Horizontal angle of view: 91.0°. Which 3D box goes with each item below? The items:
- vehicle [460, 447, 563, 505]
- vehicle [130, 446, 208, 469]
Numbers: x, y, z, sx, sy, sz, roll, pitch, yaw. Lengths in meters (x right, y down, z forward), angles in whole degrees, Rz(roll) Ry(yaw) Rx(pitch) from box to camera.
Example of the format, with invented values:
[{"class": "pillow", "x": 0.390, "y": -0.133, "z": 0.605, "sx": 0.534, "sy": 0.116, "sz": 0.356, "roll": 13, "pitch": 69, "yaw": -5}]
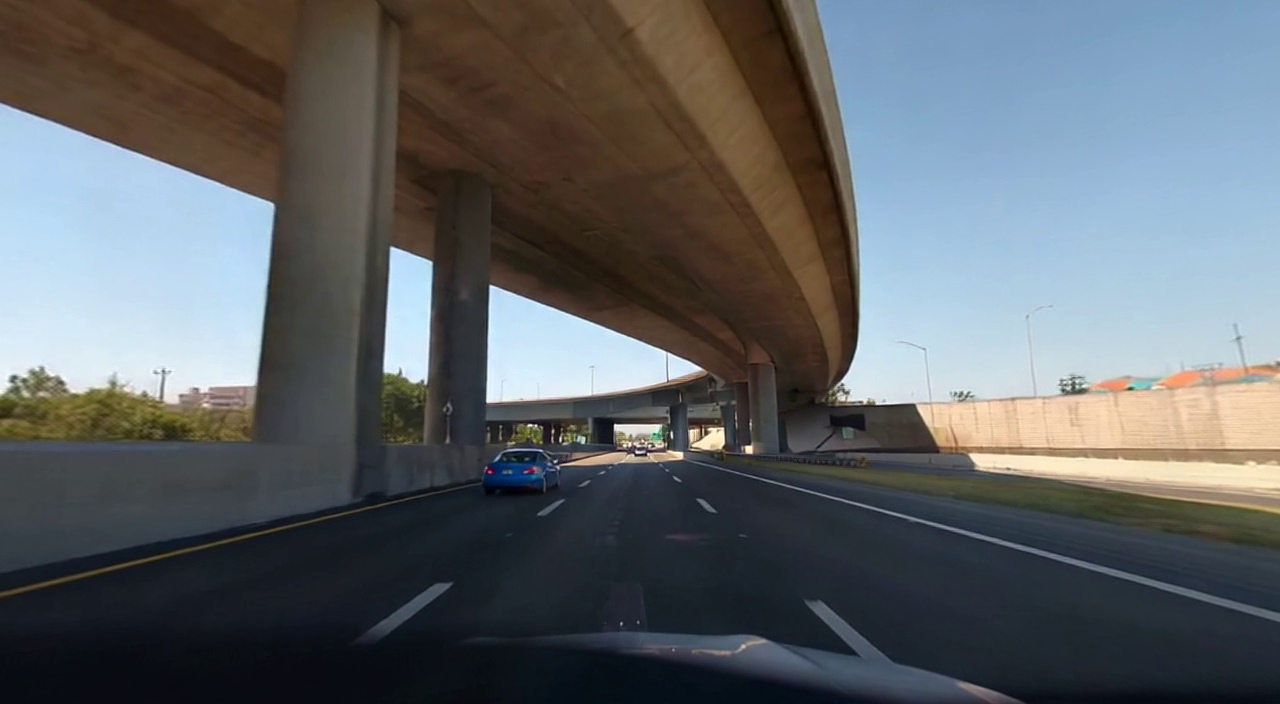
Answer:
[{"class": "vehicle", "x": -3.590, "y": 3.533, "z": 18.442, "sx": 2.044, "sy": 1.478, "sz": 4.114, "roll": 0, "pitch": -9, "yaw": 1}, {"class": "vehicle", "x": -33.946, "y": 7.585, "z": 45.528, "sx": 1.882, "sy": 1.521, "sz": 4.666, "roll": 0, "pitch": -9, "yaw": 2}]
